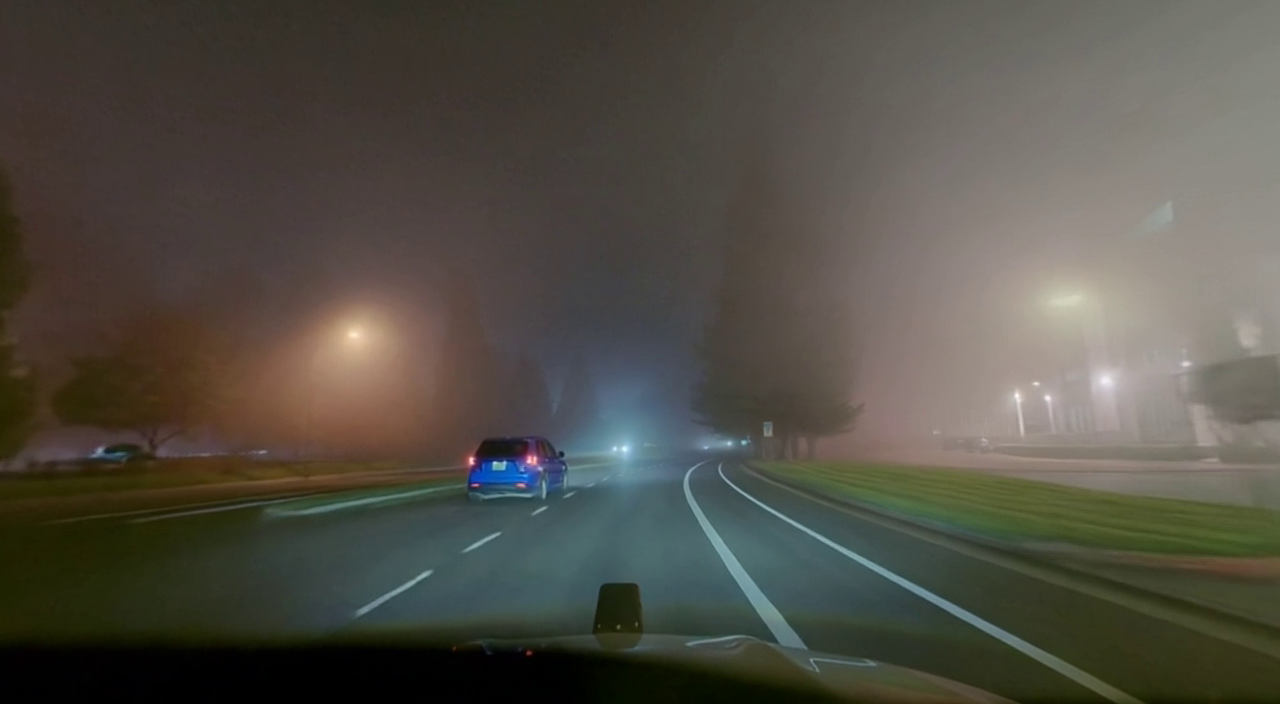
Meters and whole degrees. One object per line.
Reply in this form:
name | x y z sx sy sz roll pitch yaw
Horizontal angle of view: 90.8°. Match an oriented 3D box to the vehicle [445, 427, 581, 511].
vehicle | -2.882 2.789 15.469 2.121 1.724 4.392 -1 -9 4
